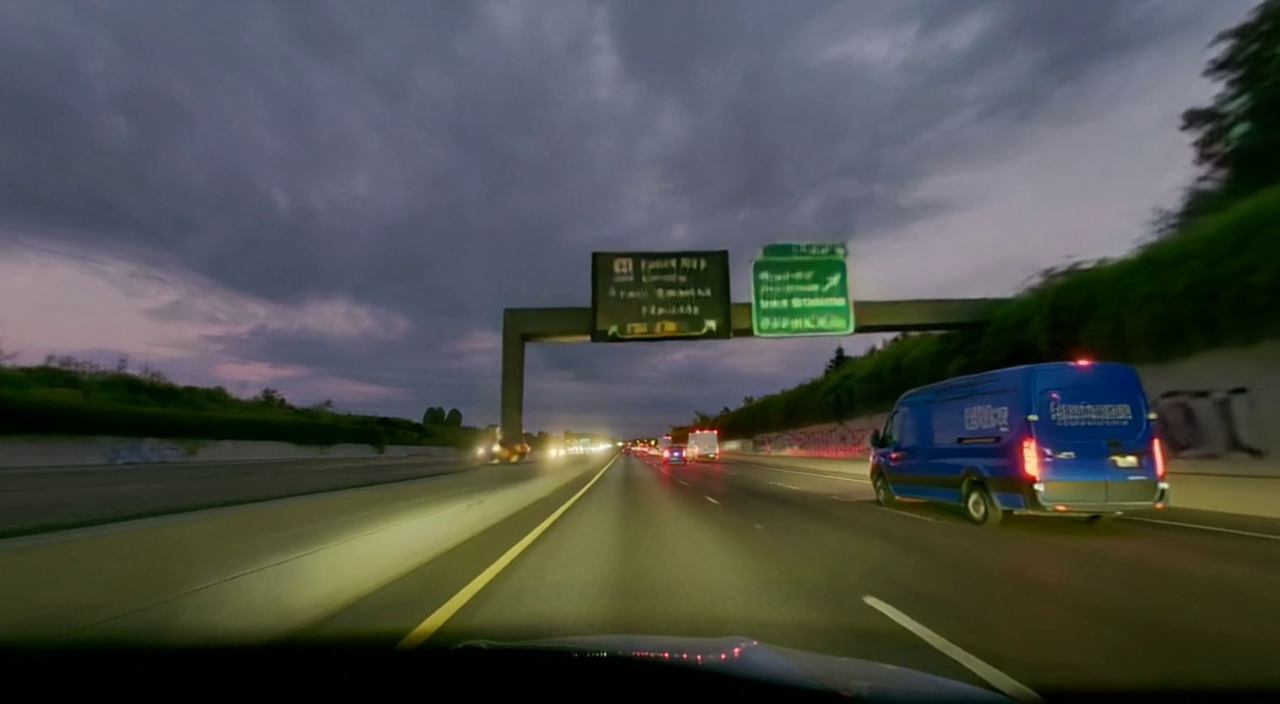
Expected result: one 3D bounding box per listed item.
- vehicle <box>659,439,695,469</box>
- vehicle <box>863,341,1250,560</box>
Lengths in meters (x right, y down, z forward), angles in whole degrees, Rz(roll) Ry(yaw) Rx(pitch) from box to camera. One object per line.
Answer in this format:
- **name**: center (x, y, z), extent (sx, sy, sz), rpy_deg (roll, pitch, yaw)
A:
- **vehicle**: center (2.555, 7.187, 44.494), extent (2.007, 1.943, 5.010), rpy_deg (0, -9, -3)
- **vehicle**: center (6.051, 1.593, 10.502), extent (2.283, 2.631, 5.719), rpy_deg (0, -9, -2)
